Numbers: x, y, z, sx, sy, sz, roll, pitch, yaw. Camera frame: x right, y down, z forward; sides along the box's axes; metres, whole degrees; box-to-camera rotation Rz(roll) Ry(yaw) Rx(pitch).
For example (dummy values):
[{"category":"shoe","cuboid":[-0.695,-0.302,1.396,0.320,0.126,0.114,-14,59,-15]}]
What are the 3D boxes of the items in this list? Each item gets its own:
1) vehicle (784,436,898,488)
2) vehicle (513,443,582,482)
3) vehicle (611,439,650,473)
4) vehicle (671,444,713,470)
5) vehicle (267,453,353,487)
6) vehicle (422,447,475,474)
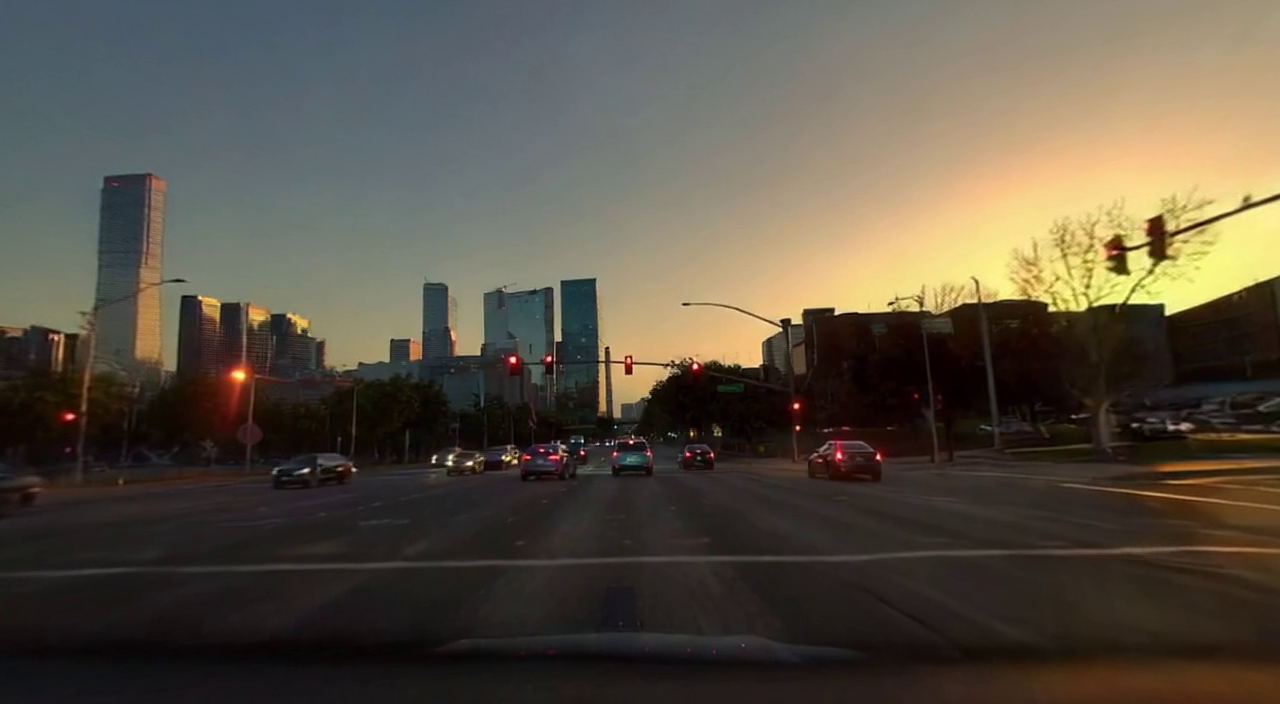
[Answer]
[{"category":"vehicle","cuboid":[6.234,3.455,20.272,2.028,1.451,4.625,0,-8,-1]},{"category":"vehicle","cuboid":[-3.771,4.570,26.480,2.163,1.474,4.413,0,-8,1]},{"category":"vehicle","cuboid":[-0.490,5.586,34.272,2.008,1.716,4.125,0,-8,0]},{"category":"vehicle","cuboid":[3.058,6.275,37.932,2.014,1.430,4.103,0,-8,-2]},{"category":"vehicle","cuboid":[-15.834,5.653,30.590,1.893,1.429,4.188,0,-8,1]},{"category":"vehicle","cuboid":[-12.233,6.916,40.643,1.975,1.450,4.561,-5,-8,-1]}]
